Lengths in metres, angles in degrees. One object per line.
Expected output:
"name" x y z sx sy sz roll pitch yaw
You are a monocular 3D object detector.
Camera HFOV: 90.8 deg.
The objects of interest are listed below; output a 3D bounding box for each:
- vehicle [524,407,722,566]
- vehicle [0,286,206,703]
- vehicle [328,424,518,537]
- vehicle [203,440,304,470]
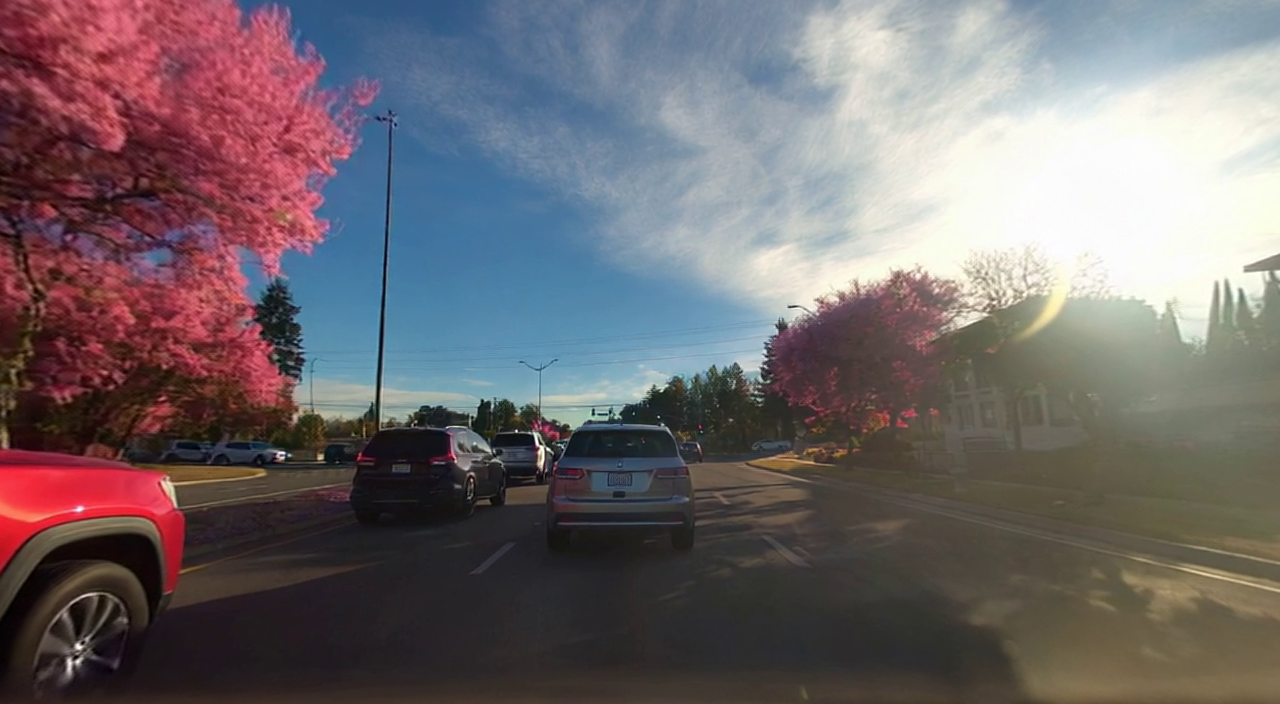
"vehicle" -0.192 1.744 8.878 2.112 1.693 4.058 0 -8 0
"vehicle" -3.526 0.527 0.953 2.304 1.928 4.833 0 -8 -1
"vehicle" -3.663 2.235 11.649 1.948 1.668 4.279 0 -8 0
"vehicle" -28.505 7.583 46.832 5.856 2.096 2.481 3 -9 -18
